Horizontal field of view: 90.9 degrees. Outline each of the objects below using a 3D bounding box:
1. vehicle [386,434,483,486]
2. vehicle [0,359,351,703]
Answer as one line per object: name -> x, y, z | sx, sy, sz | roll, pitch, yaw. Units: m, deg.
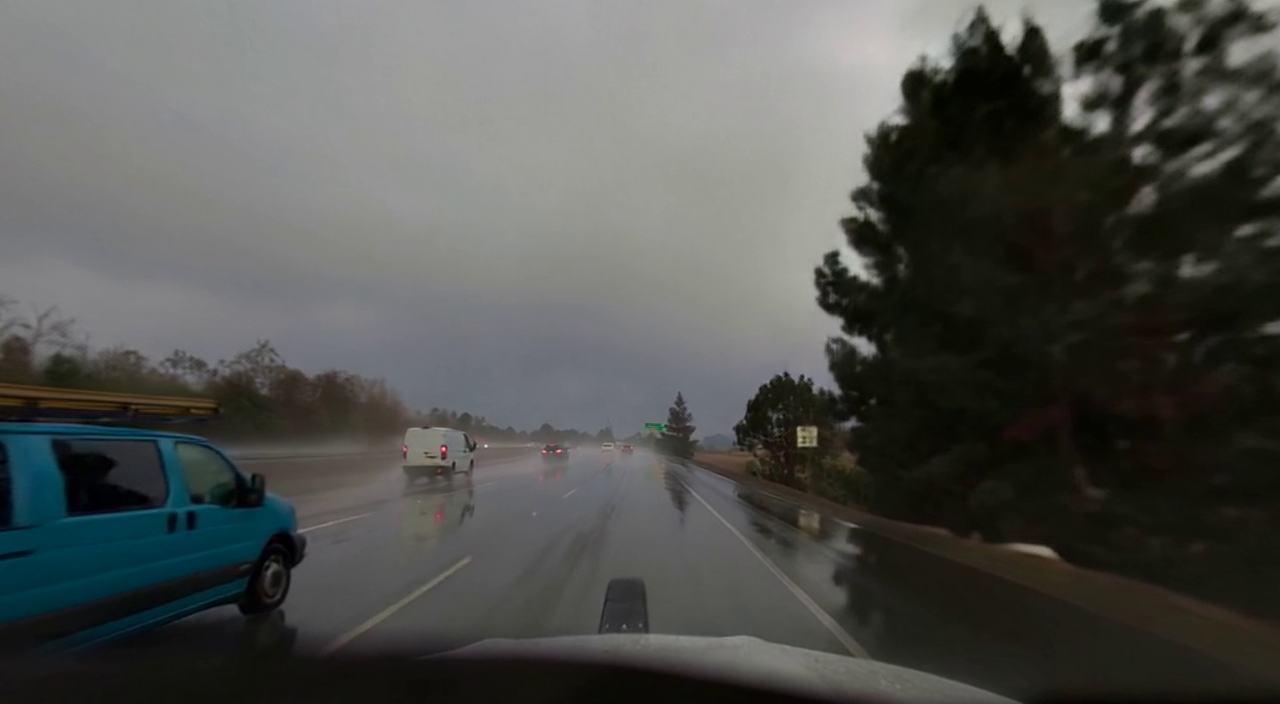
vehicle -> -7.725, 4.107, 24.267 | 2.093, 1.752, 4.771 | 0, -9, 0
vehicle -> -3.645, 0.968, 3.176 | 2.040, 1.679, 4.865 | 0, -9, 0
